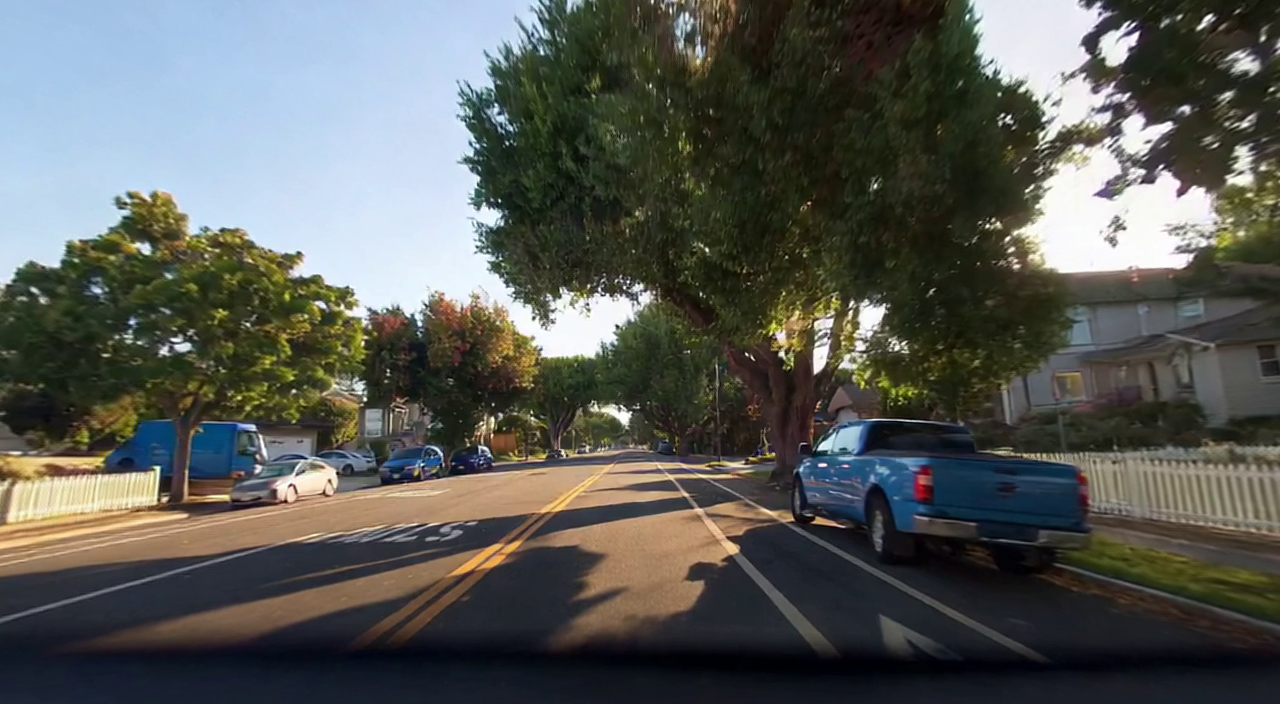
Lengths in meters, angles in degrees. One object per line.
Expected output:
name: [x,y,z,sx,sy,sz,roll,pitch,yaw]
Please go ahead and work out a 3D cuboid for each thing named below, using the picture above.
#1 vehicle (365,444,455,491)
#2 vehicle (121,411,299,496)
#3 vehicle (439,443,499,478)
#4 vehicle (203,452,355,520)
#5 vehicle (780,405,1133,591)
vehicle: [-11.102,5.578,31.065,2.341,1.835,5.570,-3,-7,0]
vehicle: [-17.995,4.309,27.100,2.725,3.122,6.348,-2,-9,5]
vehicle: [-11.071,7.025,41.404,2.241,1.944,5.709,-4,-8,0]
vehicle: [-11.282,4.156,20.228,2.186,1.532,4.751,-5,-7,-1]
vehicle: [3.941,1.949,9.499,2.407,1.926,5.615,0,-9,0]
